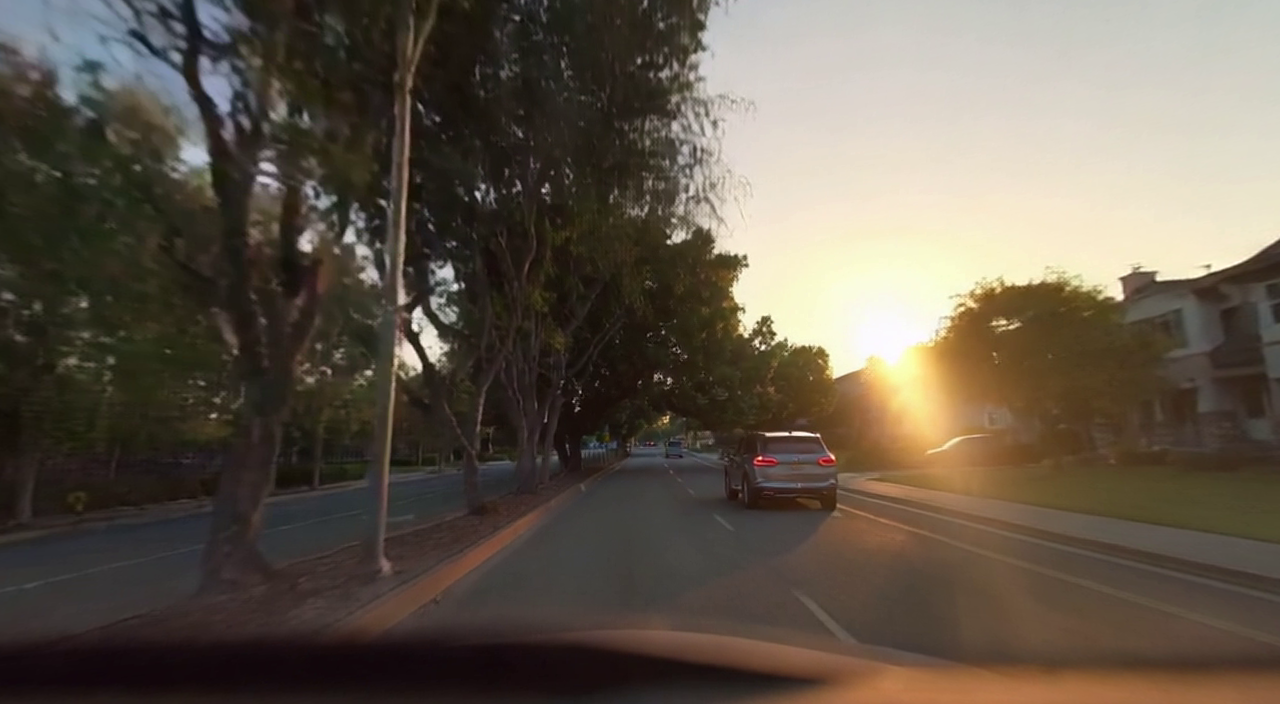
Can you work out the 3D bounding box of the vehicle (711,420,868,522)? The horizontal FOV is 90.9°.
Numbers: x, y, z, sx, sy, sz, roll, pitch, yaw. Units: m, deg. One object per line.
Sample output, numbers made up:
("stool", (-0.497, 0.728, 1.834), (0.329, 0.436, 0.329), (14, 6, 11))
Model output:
("vehicle", (2.912, 2.462, 13.534), (2.180, 1.773, 4.639), (0, -9, -1))
